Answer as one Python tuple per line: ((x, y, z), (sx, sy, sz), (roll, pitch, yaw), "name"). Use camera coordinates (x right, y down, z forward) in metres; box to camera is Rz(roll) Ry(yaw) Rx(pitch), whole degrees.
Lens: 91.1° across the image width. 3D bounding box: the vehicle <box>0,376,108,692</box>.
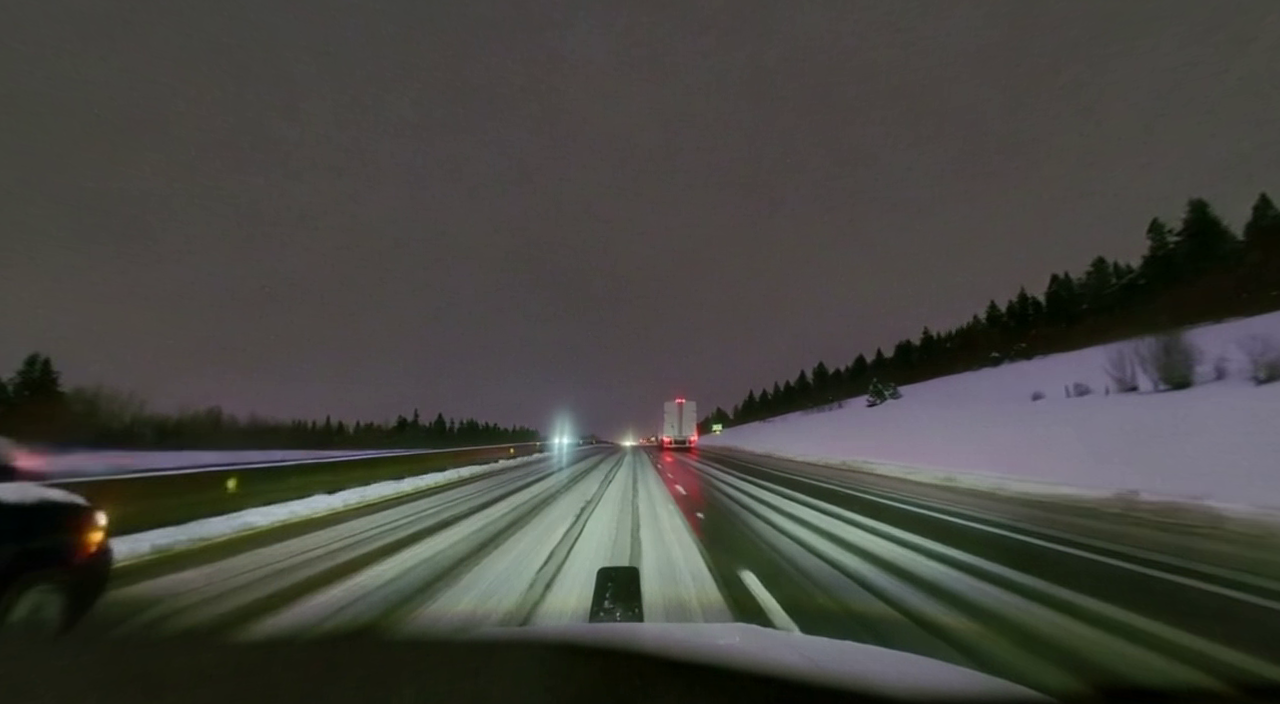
((-4.287, 0.725, 1.705), (2.044, 1.604, 4.144), (0, -8, -1), "vehicle")
